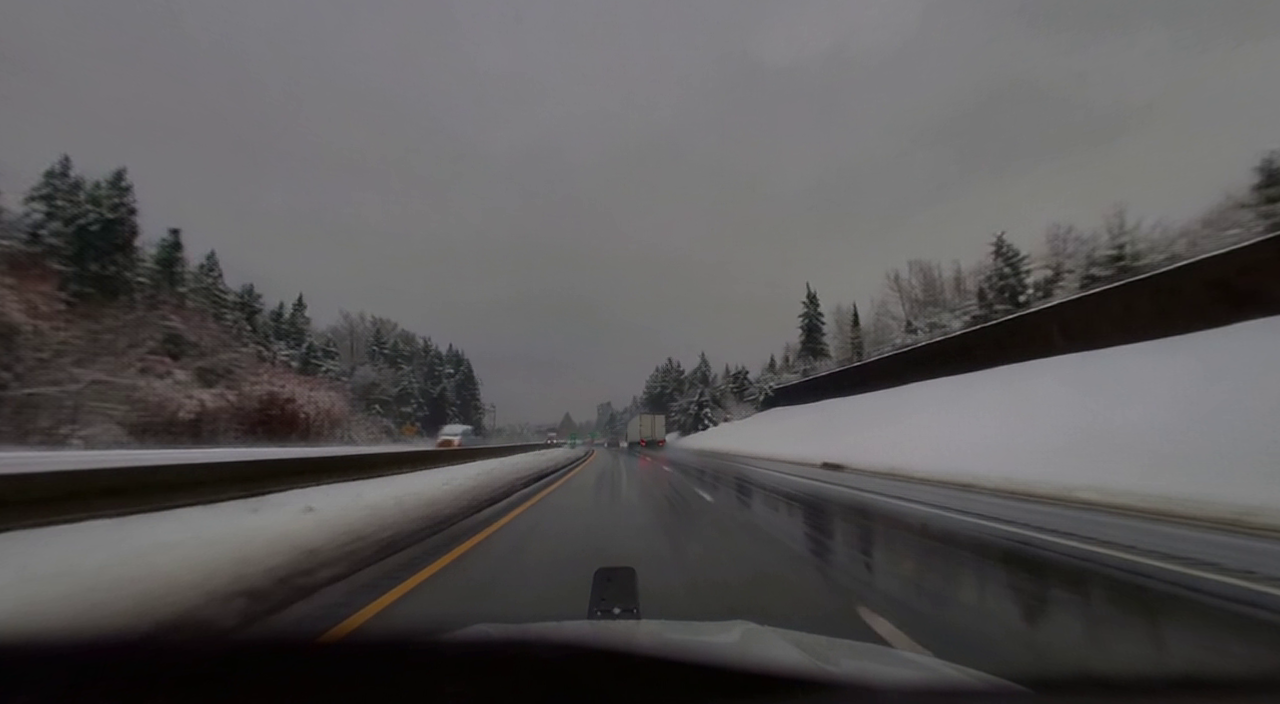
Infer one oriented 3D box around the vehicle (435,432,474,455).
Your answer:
[{"bbox_3d":[-13.870,6.852,47.187,1.829,1.570,4.180,0,-8,-2],"label":"vehicle"}]
